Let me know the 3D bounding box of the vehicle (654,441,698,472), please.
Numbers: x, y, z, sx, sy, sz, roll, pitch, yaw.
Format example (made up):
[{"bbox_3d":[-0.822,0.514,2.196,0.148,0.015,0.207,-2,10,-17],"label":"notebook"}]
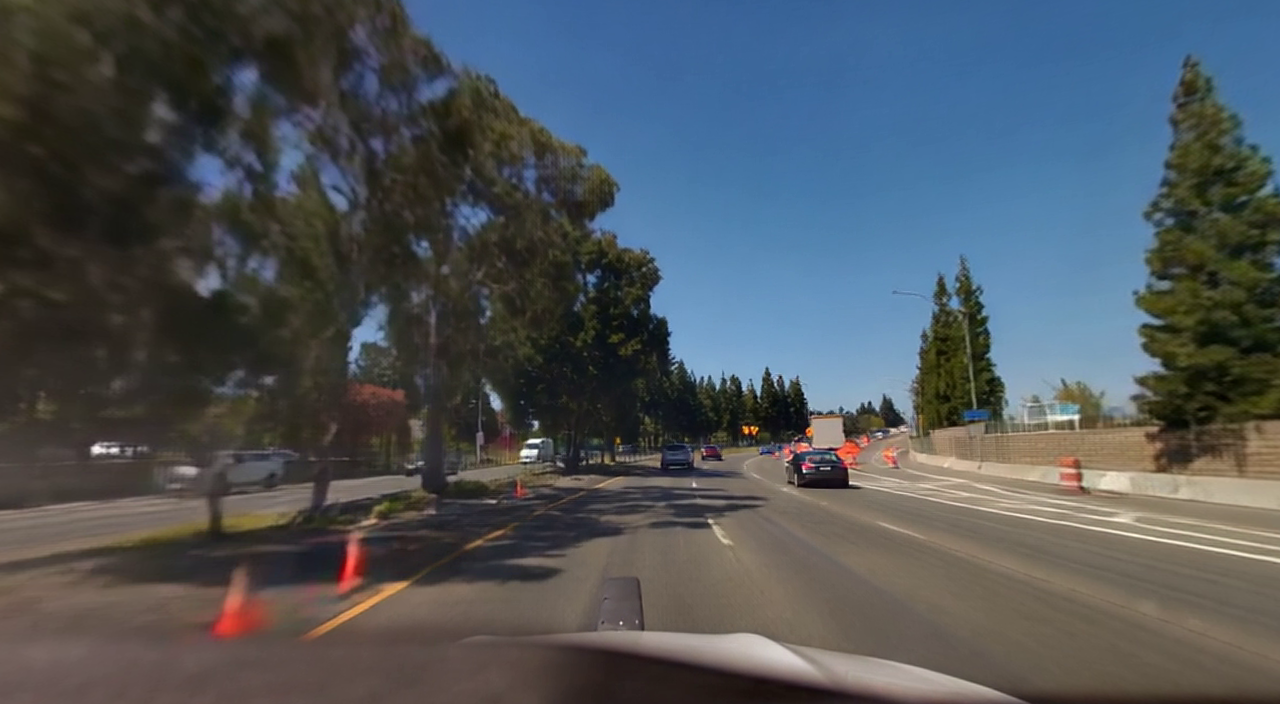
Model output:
[{"bbox_3d":[2.177,6.152,37.362,2.201,1.676,4.541,-1,-9,8],"label":"vehicle"}]

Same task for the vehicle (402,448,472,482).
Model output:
[{"bbox_3d":[-10.571,5.925,33.310,2.051,1.569,4.425,-2,-9,3],"label":"vehicle"}]

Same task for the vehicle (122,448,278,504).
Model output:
[{"bbox_3d":[-15.269,4.284,22.332,1.930,1.721,4.599,-1,-9,4],"label":"vehicle"}]

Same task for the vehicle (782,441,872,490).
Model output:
[{"bbox_3d":[6.222,3.812,21.532,2.044,1.474,4.083,-1,-9,4],"label":"vehicle"}]
